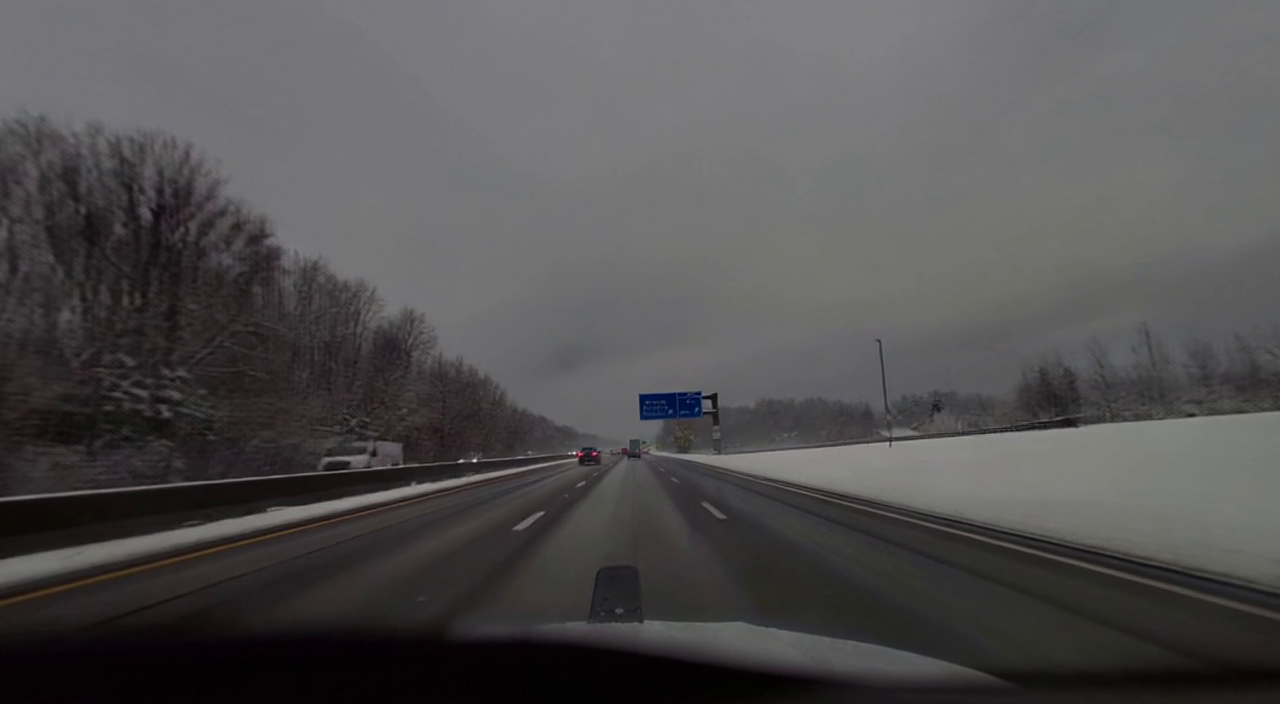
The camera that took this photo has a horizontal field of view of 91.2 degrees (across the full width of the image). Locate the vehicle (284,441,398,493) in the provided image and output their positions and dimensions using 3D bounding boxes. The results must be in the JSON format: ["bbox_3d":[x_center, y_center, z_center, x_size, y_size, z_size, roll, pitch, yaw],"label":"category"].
[{"bbox_3d":[-11.267,4.340,24.065,2.101,1.757,4.711,0,-9,-1],"label":"vehicle"}]
